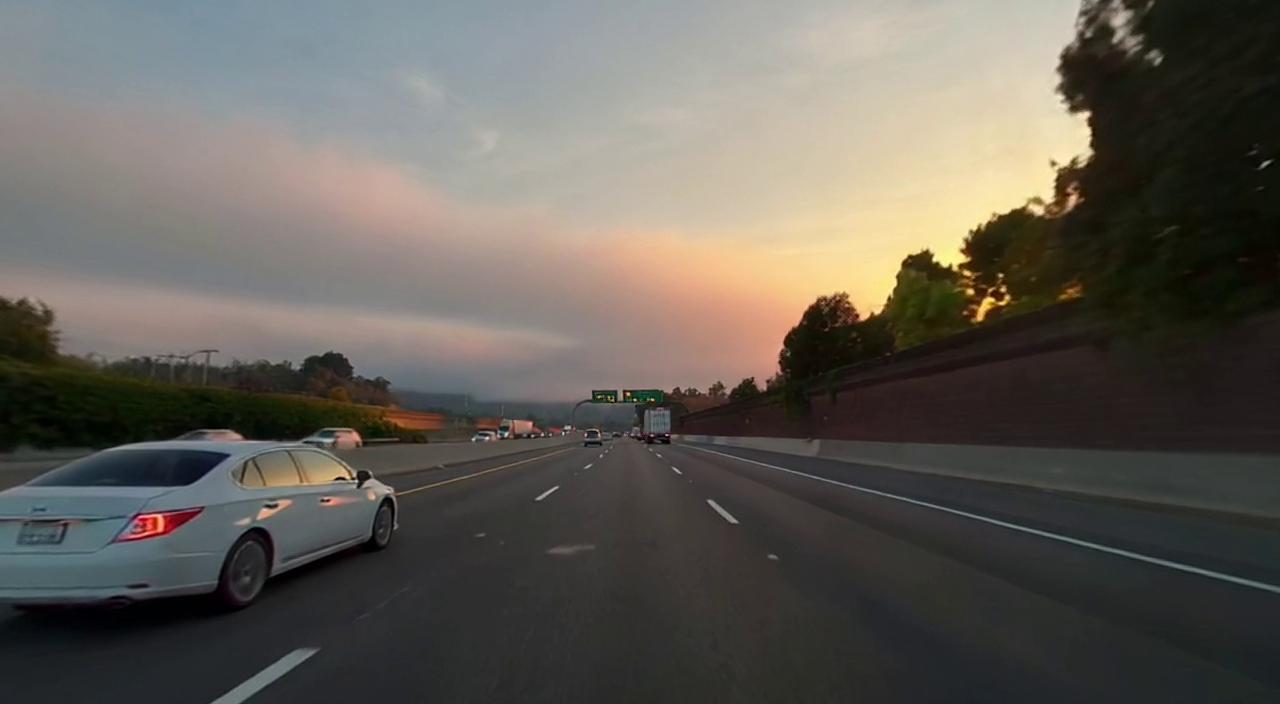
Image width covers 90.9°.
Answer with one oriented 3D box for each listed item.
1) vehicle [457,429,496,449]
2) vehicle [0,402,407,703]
[{"bbox_3d":[-12.768,6.848,49.442,1.953,1.473,4.444,0,-7,-1],"label":"vehicle"},{"bbox_3d":[-3.735,1.251,5.227,1.971,1.444,4.401,0,-7,-1],"label":"vehicle"}]
